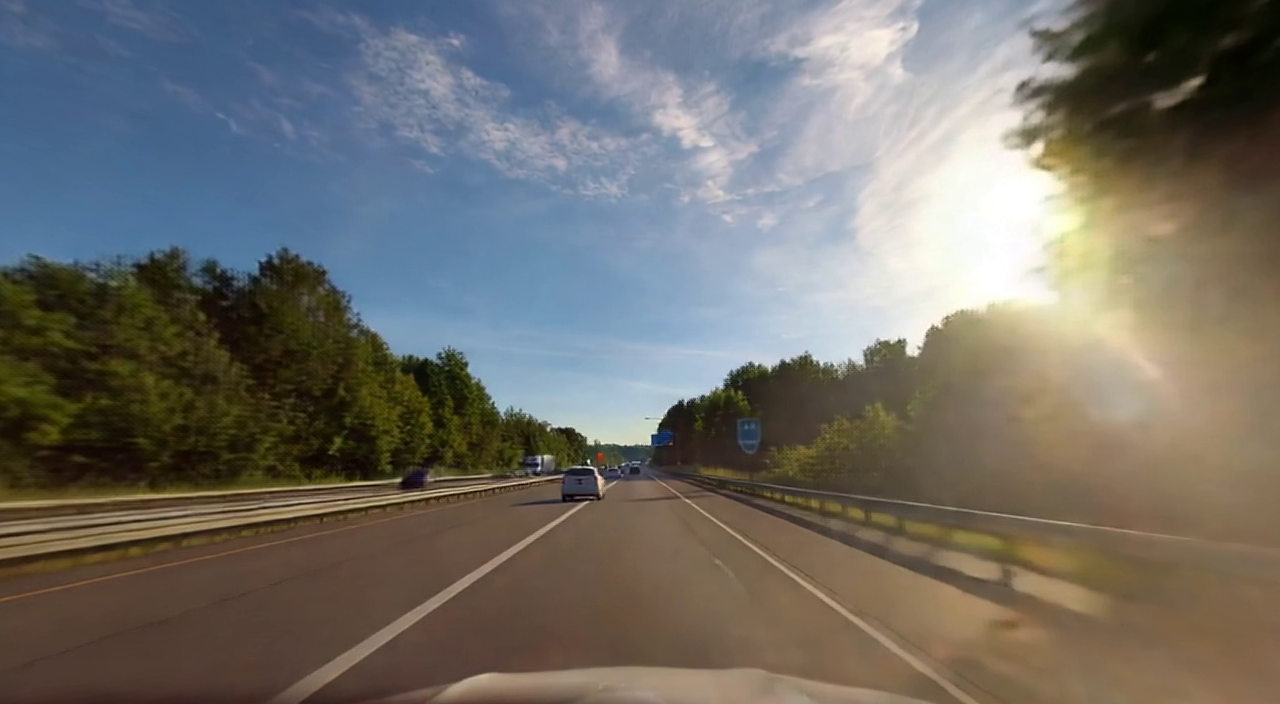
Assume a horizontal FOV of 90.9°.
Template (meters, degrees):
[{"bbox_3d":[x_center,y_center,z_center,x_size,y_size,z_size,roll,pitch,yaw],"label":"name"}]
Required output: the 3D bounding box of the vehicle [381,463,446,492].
[{"bbox_3d":[-13.061,7.268,36.637,2.032,1.513,4.603,1,-10,0],"label":"vehicle"}]

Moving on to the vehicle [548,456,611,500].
[{"bbox_3d":[-2.408,5.222,26.262,2.104,1.655,4.039,0,-10,1],"label":"vehicle"}]
